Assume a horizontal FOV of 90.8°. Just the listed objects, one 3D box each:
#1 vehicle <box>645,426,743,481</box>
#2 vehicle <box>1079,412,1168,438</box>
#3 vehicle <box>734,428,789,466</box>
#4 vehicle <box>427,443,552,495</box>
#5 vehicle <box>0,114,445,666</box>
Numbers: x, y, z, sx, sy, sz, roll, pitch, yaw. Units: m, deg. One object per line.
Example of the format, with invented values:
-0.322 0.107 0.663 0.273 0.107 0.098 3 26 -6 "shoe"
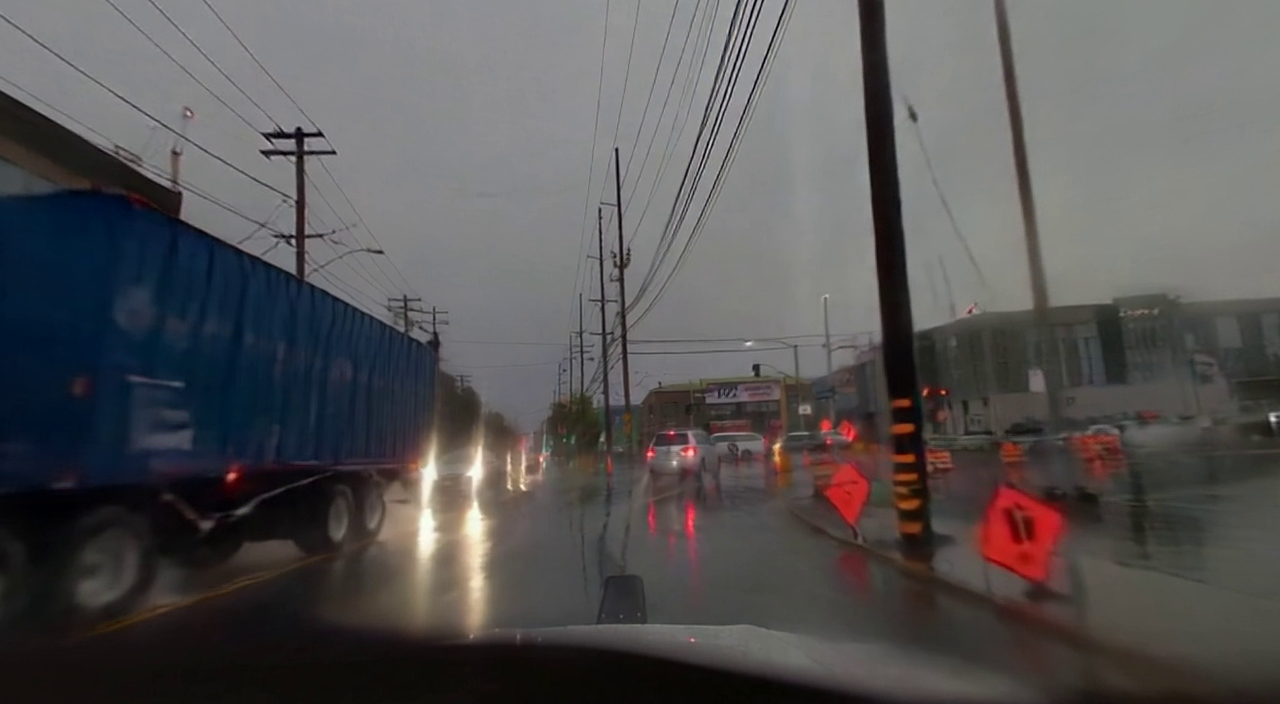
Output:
2.228 3.865 24.419 2.256 1.859 5.118 -4 -9 23 "vehicle"
34.847 5.312 45.662 1.922 1.704 4.550 4 -10 -34 "vehicle"
6.838 5.285 35.102 2.206 1.911 5.548 -3 -9 18 "vehicle"
-4.873 3.856 21.335 2.103 1.526 4.743 -3 -9 15 "vehicle"
-5.825 0.747 7.721 3.007 3.800 11.011 -1 -8 2 "vehicle"
